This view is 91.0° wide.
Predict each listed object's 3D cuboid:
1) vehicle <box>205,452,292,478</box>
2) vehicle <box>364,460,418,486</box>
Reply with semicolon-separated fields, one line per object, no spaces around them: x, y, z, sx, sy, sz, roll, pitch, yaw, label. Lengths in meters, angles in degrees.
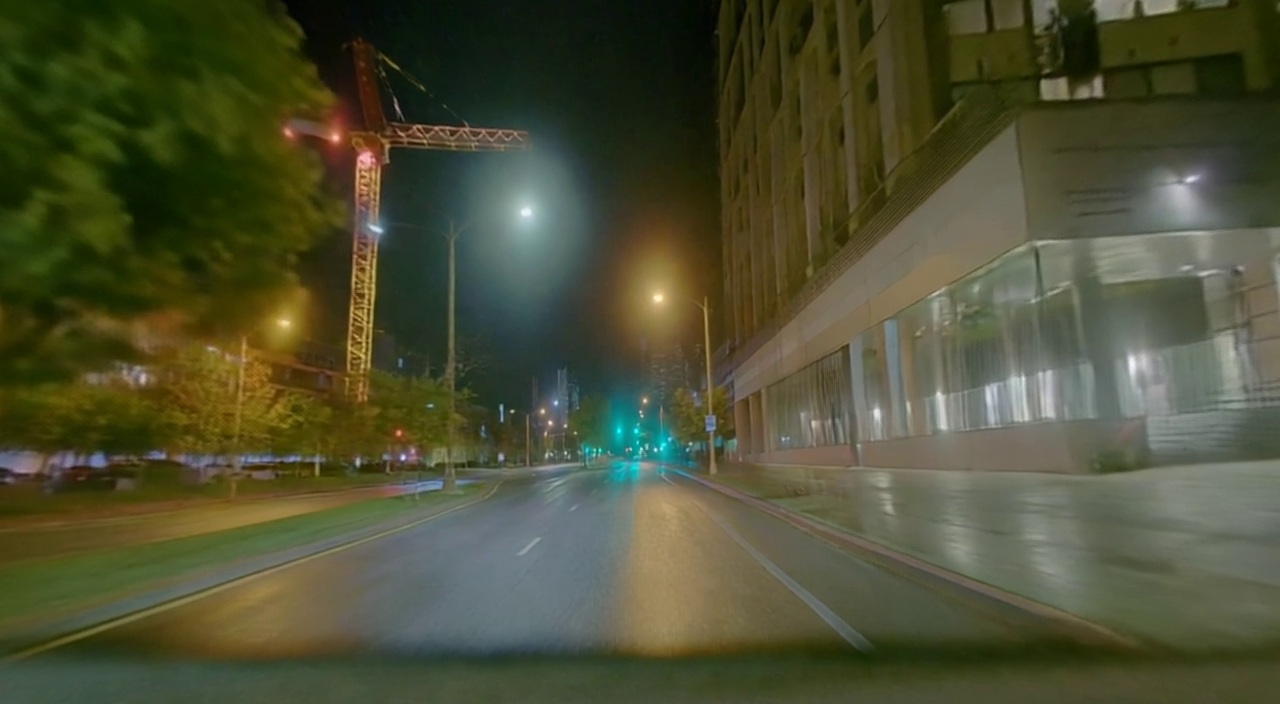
-25.497;7.347;41.079;4.308;1.612;1.989;0;-9;-1;vehicle
-17.180;8.365;43.670;1.921;1.541;4.541;-1;-8;0;vehicle
